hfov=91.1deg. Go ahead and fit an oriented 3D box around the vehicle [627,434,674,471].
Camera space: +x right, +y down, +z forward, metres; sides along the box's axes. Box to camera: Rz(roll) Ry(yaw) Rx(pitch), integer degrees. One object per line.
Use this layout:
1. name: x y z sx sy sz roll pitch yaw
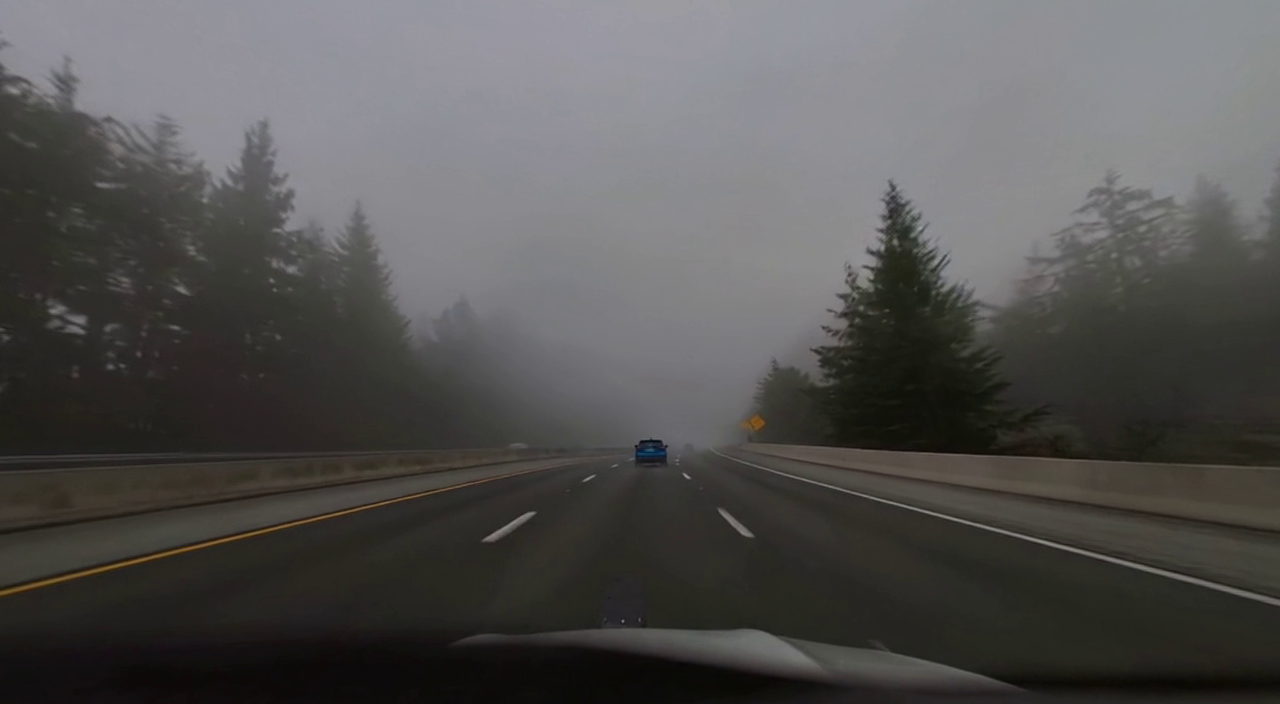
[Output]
1. vehicle: 0.502 4.913 30.825 2.133 1.686 4.203 0 -8 1
